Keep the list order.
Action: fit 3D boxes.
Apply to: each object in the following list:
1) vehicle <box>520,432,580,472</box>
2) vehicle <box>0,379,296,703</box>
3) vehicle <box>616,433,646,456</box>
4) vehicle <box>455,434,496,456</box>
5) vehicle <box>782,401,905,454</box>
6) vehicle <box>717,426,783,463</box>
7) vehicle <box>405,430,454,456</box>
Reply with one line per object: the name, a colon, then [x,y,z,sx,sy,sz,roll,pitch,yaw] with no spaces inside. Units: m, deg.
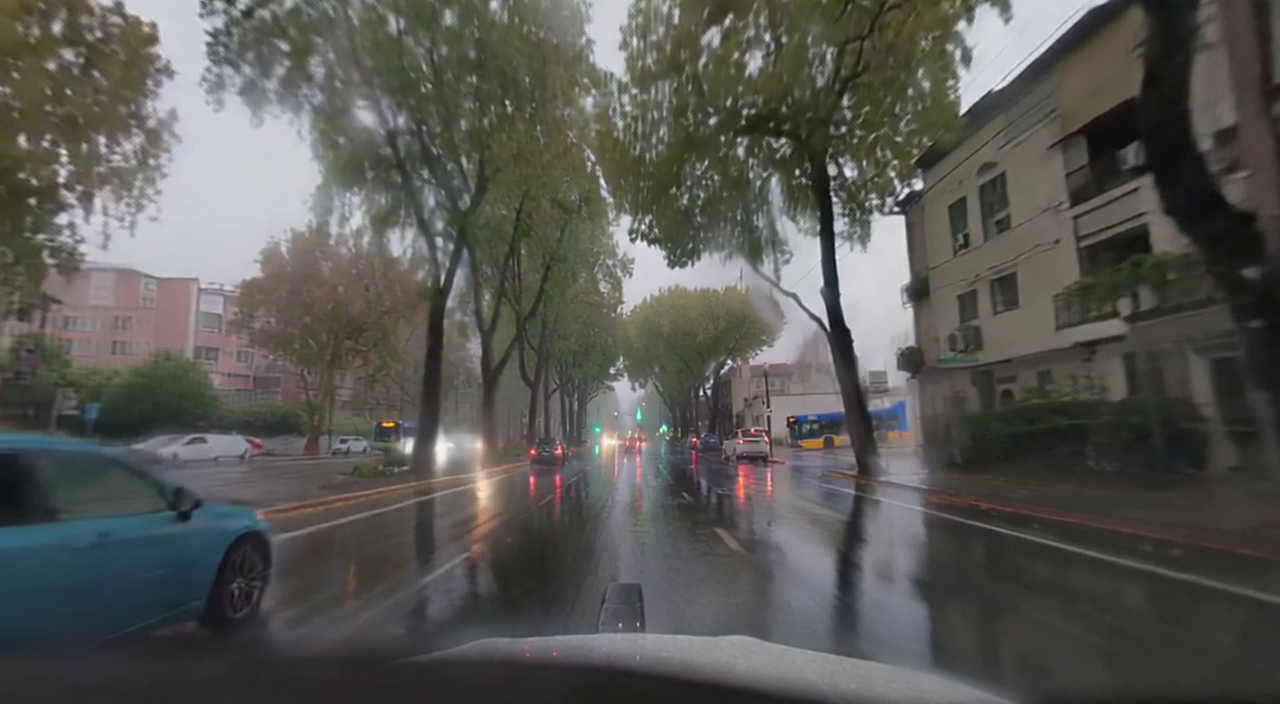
vehicle: [-3.705,4.200,26.735,1.934,1.522,4.287,0,-8,0]
vehicle: [-3.618,0.875,2.540,1.995,1.524,4.438,0,-8,-1]
vehicle: [-0.643,6.503,44.488,1.999,1.520,3.896,0,-8,-1]
vehicle: [-11.934,6.813,46.205,1.822,1.549,4.325,0,-9,0]
vehicle: [14.870,5.534,46.619,7.722,2.908,3.067,-6,-7,-4]
vehicle: [5.919,5.110,34.898,2.390,1.816,6.050,0,-8,-1]
vehicle: [-15.305,6.673,46.167,1.960,1.809,4.718,0,-8,-1]
